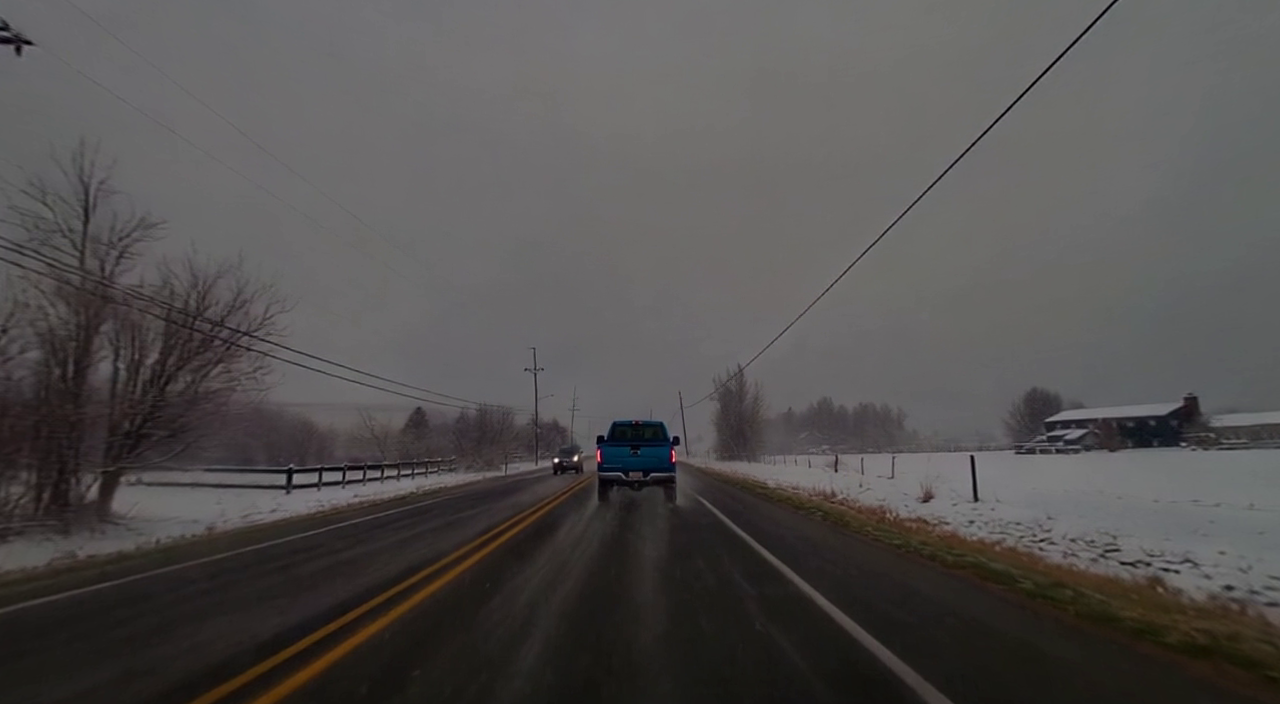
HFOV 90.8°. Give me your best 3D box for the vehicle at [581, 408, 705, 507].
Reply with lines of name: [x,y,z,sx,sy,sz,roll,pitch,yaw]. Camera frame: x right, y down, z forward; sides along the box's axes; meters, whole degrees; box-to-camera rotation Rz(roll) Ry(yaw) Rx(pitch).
vehicle: [-0.016,3.020,18.559,2.912,2.320,7.292,0,-8,-1]

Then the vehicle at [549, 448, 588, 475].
vehicle: [-4.277,6.614,38.364,1.853,1.473,4.256,0,-8,0]
